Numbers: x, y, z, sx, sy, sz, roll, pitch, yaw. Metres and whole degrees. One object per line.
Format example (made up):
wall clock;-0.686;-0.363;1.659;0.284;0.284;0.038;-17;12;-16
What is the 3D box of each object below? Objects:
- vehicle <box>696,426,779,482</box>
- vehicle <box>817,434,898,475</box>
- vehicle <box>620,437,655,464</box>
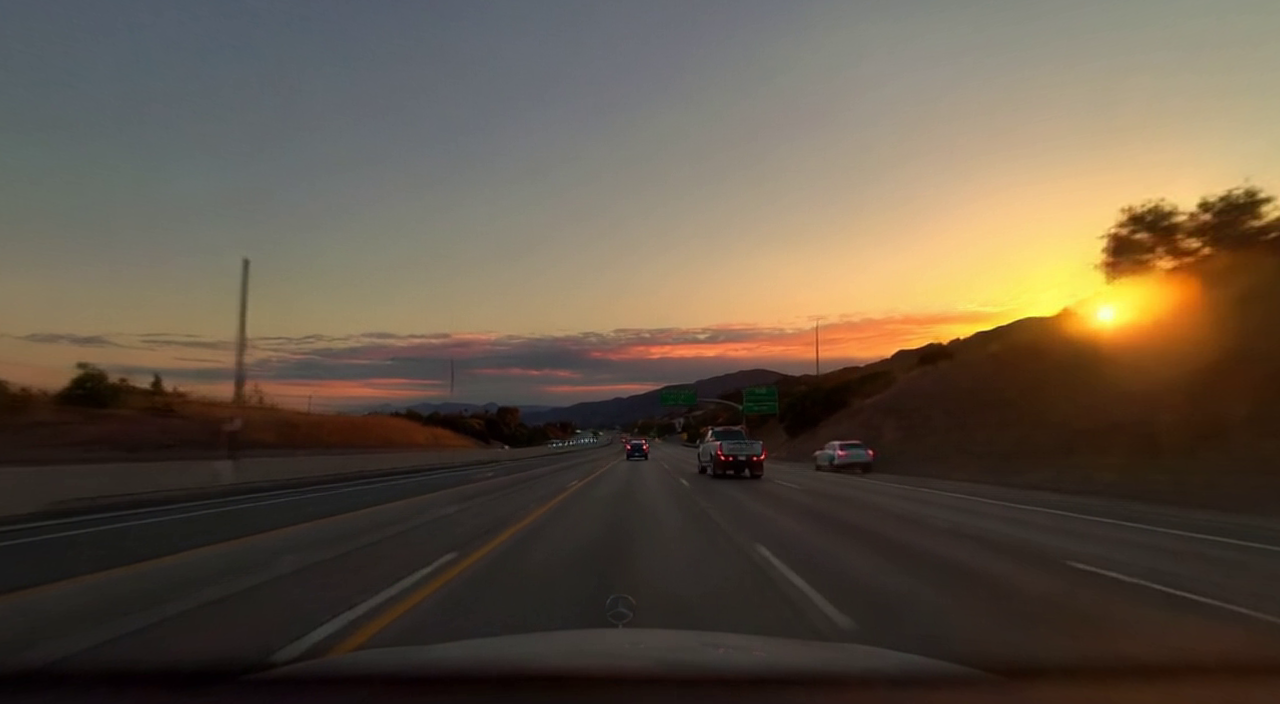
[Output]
vehicle;3.457;3.754;23.336;2.269;1.839;4.554;0;-9;-1
vehicle;10.554;5.001;31.008;2.161;1.824;4.876;0;-9;-1
vehicle;-0.152;6.426;41.106;2.142;1.664;4.076;0;-9;0
